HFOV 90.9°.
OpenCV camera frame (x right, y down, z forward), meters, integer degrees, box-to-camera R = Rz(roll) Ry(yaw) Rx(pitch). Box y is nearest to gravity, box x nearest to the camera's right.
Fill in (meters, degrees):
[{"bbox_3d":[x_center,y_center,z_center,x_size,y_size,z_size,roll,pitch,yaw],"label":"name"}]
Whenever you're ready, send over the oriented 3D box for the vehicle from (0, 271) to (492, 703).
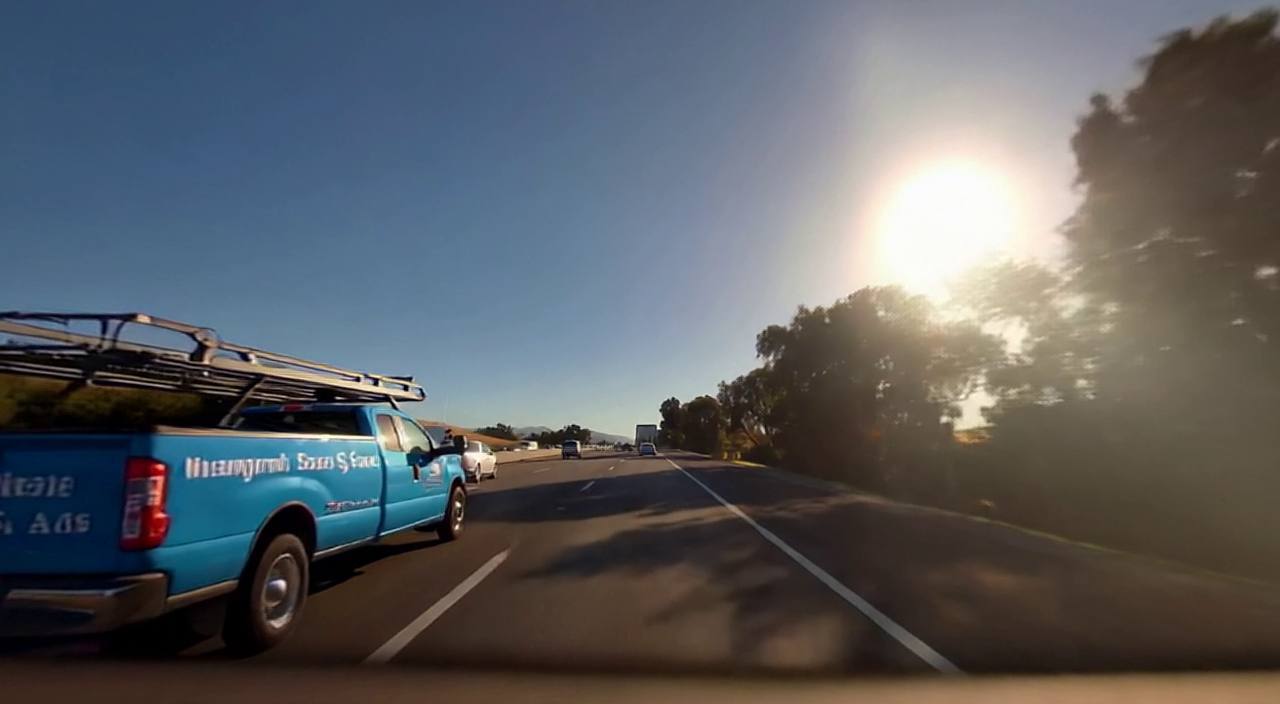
[{"bbox_3d":[-3.806,1.195,6.686,2.791,2.330,6.725,-1,-8,0],"label":"vehicle"}]
